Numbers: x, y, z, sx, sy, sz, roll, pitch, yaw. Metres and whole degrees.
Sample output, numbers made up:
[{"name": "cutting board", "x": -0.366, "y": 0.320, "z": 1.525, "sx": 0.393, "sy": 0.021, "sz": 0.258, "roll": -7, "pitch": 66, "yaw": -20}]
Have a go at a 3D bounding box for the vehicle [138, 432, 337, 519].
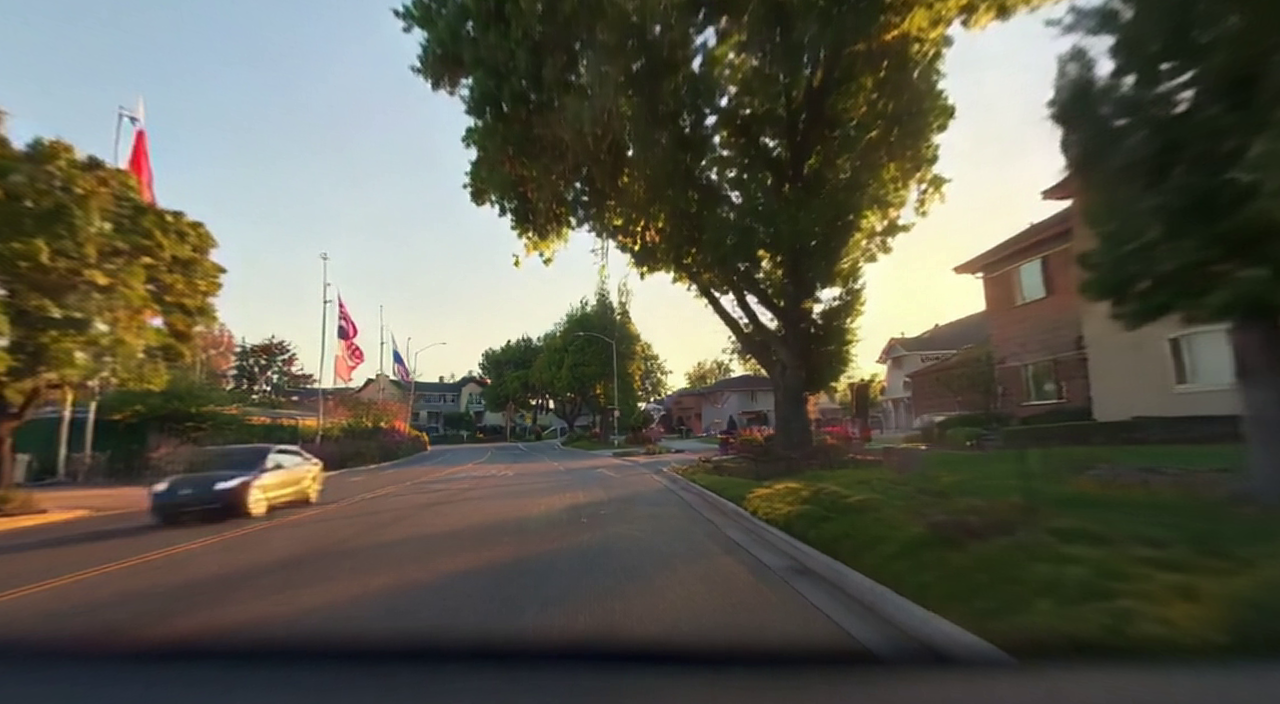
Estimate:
[{"name": "vehicle", "x": -8.075, "y": 2.455, "z": 13.138, "sx": 1.912, "sy": 1.500, "sz": 3.772, "roll": 0, "pitch": -8, "yaw": -6}]
